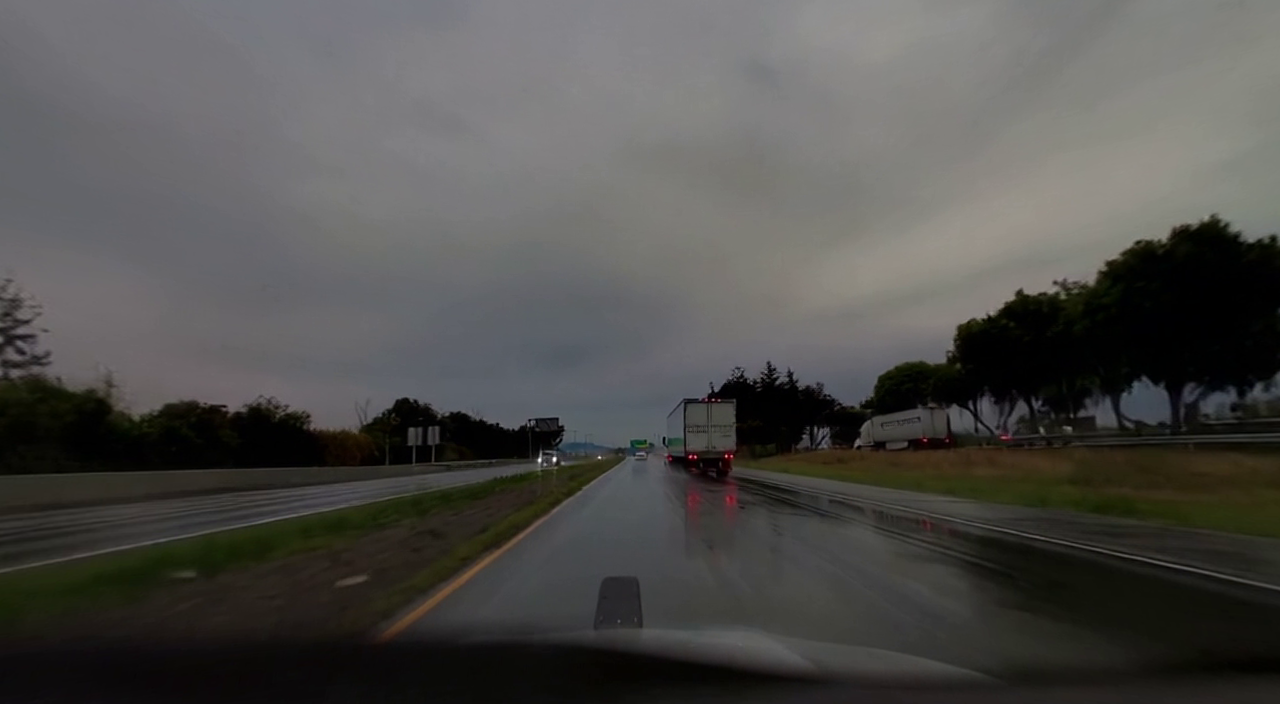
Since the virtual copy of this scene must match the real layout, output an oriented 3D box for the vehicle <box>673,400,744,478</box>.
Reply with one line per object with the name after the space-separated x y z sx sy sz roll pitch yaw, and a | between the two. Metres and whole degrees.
3.996 5.598 39.935 3.185 4.154 12.638 0 -9 1 | vehicle
